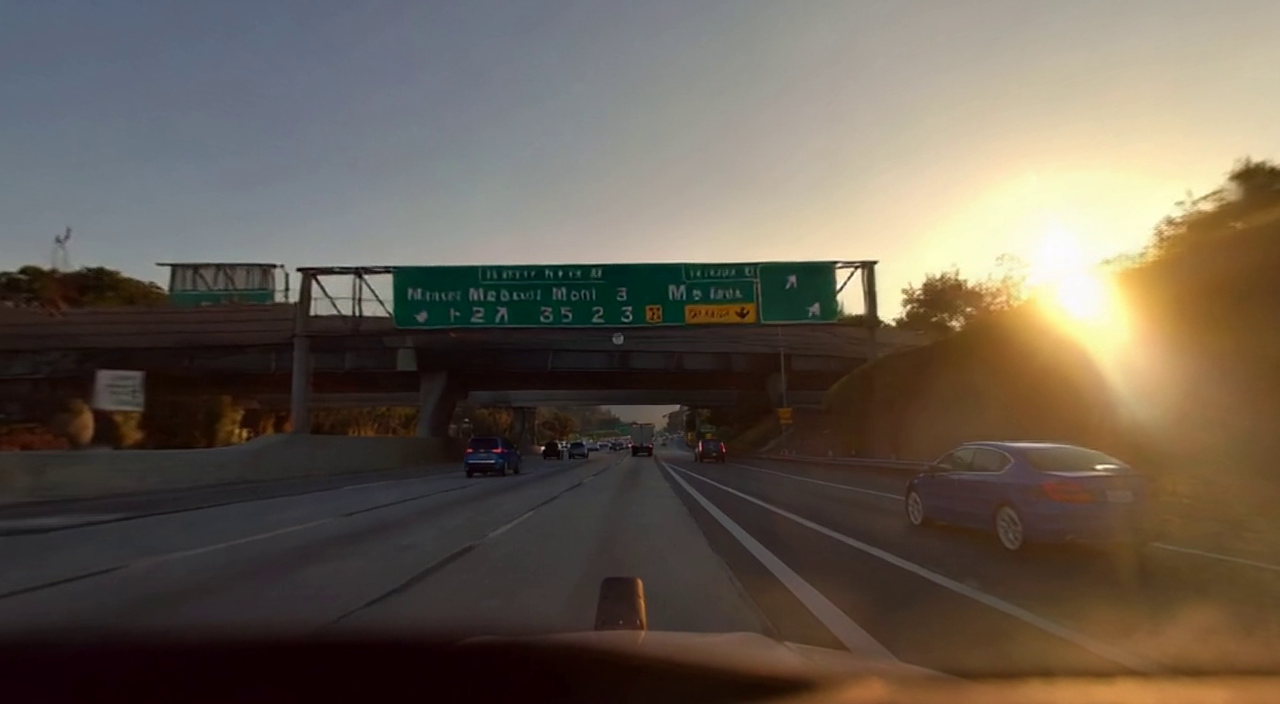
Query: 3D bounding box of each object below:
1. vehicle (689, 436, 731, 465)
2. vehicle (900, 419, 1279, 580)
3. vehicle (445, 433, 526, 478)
[{"bbox_3d":[4.784,6.848,43.911,2.220,1.898,4.752,0,-9,-2],"label":"vehicle"},{"bbox_3d":[5.519,1.747,8.319,2.075,1.510,4.569,0,-9,-2],"label":"vehicle"},{"bbox_3d":[-6.523,4.440,27.243,2.179,1.753,4.999,0,-9,0],"label":"vehicle"}]
